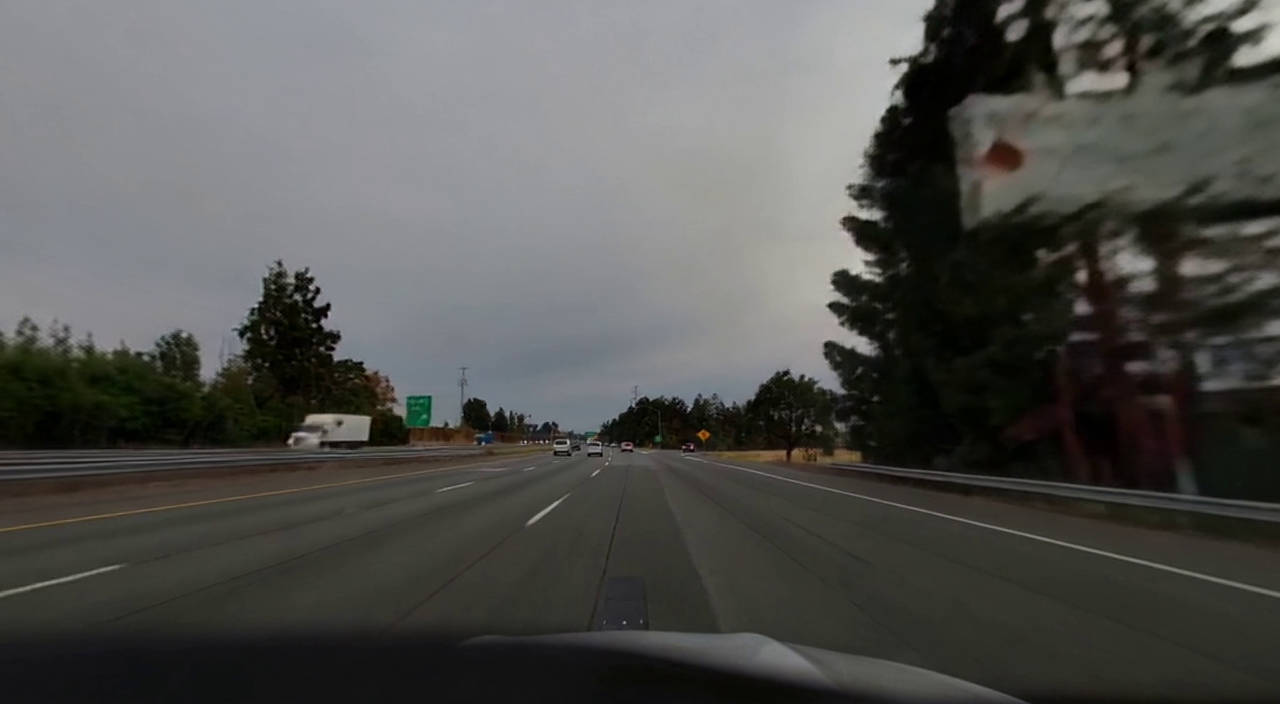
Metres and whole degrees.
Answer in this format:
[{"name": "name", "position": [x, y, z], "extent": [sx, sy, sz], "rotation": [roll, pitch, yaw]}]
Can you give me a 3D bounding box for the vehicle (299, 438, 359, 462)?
[{"name": "vehicle", "position": [-21.303, 6.739, 43.167], "extent": [1.890, 1.528, 4.519], "rotation": [0, -8, -1]}]
